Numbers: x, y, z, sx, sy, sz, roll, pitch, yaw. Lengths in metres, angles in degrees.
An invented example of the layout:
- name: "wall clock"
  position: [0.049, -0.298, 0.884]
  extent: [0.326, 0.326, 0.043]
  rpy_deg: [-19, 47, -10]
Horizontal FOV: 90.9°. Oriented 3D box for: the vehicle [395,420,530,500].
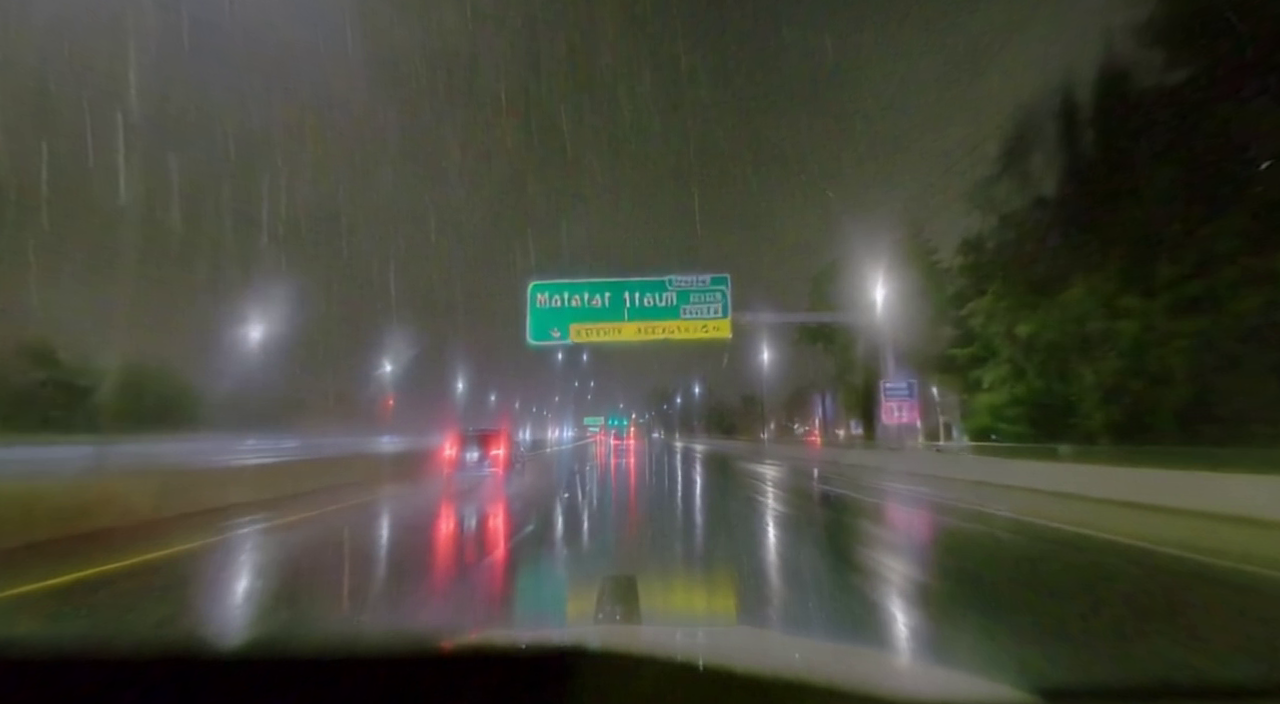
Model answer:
- name: "vehicle"
  position: [-3.979, 2.474, 14.957]
  extent: [2.062, 1.591, 4.156]
  rpy_deg: [0, -8, -1]
